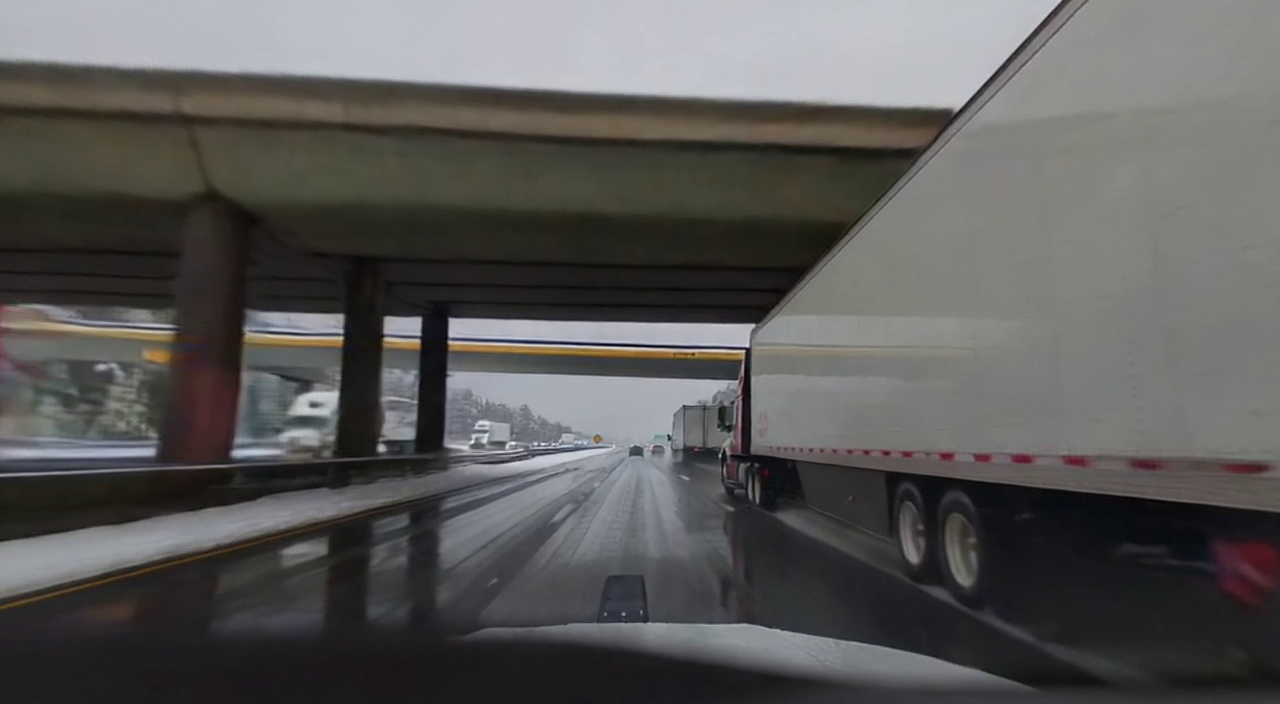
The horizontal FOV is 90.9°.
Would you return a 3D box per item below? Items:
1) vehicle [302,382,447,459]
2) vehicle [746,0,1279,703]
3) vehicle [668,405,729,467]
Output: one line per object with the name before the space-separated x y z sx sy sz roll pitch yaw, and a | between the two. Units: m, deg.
vehicle | -15.913 4.617 39.758 2.918 3.945 14.545 0 -9 0
vehicle | 4.019 0.463 7.825 2.922 3.987 14.038 0 -9 0
vehicle | 4.116 6.563 48.211 2.881 3.995 14.382 0 -9 -2
